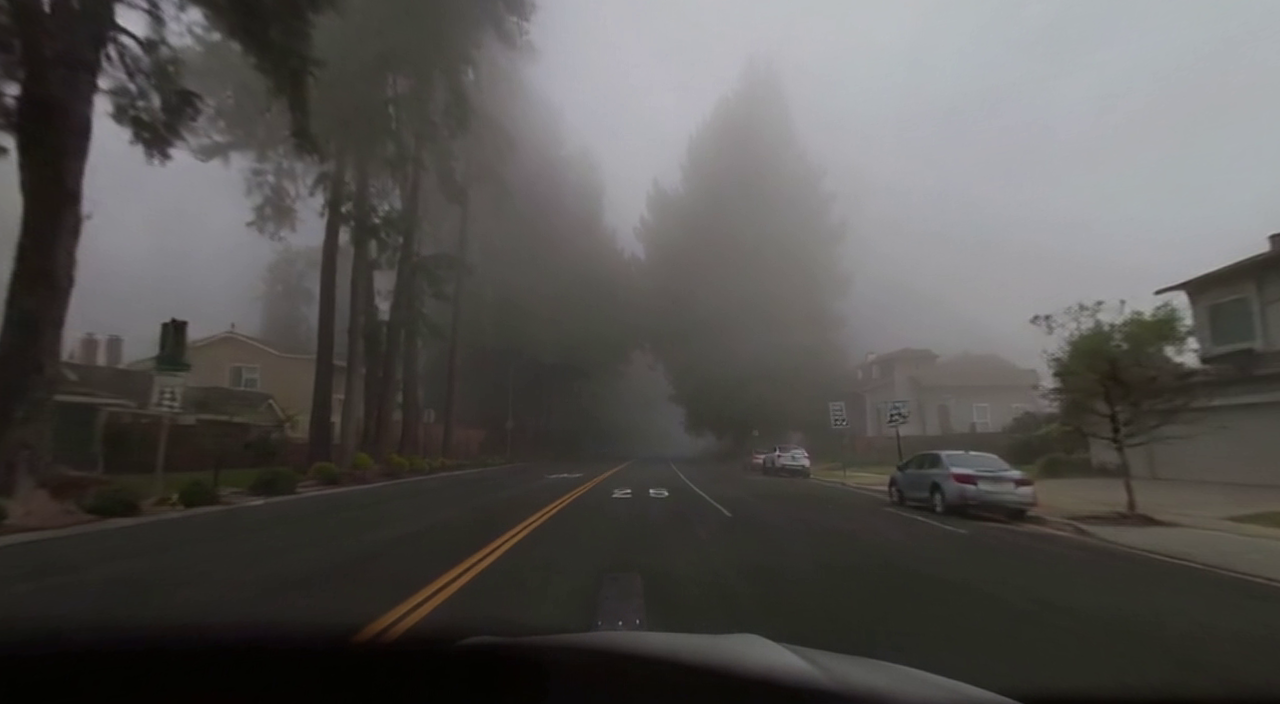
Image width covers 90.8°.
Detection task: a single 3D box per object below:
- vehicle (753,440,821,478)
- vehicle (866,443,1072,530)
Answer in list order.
[{"bbox_3d":[6.507,4.762,28.417,1.893,1.543,4.434,0,-8,-1],"label":"vehicle"},{"bbox_3d":[6.483,2.648,13.134,1.913,1.479,4.209,0,-8,-2],"label":"vehicle"}]
